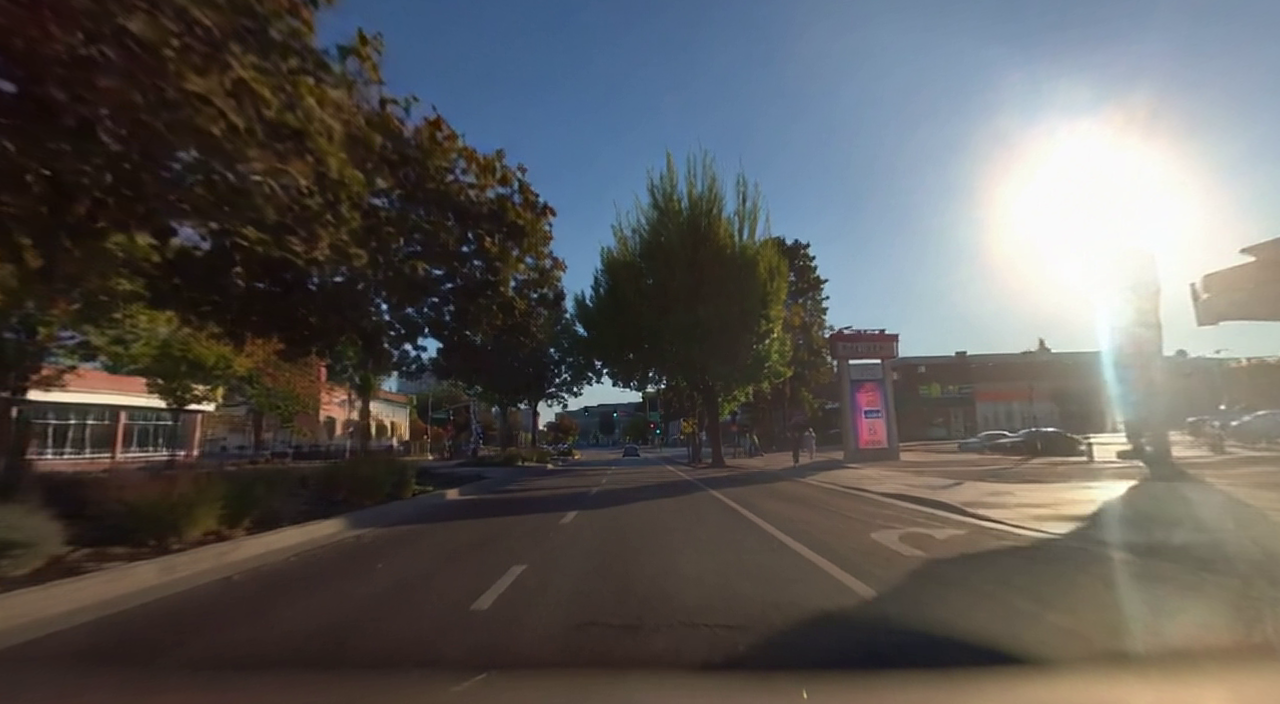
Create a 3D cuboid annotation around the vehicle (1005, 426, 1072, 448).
[{"bbox_3d":[31.578,6.737,49.945,4.051,1.611,1.944,1,-8,-2],"label":"vehicle"}]
